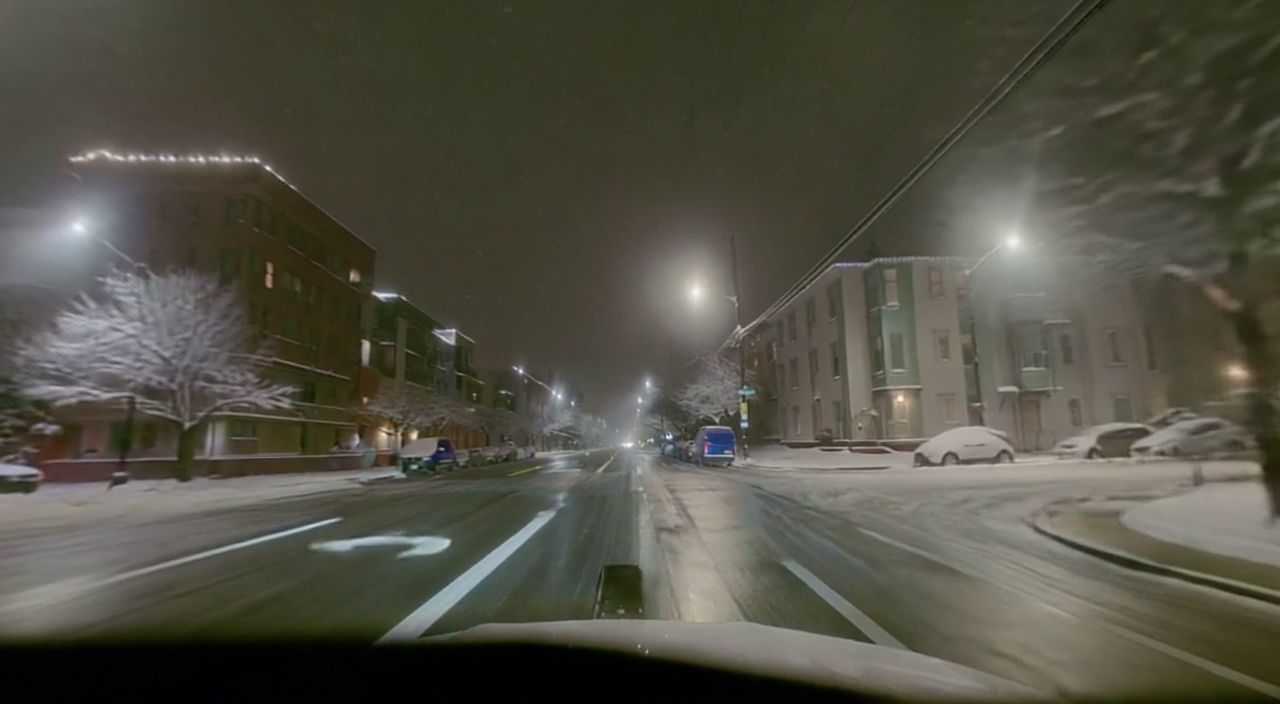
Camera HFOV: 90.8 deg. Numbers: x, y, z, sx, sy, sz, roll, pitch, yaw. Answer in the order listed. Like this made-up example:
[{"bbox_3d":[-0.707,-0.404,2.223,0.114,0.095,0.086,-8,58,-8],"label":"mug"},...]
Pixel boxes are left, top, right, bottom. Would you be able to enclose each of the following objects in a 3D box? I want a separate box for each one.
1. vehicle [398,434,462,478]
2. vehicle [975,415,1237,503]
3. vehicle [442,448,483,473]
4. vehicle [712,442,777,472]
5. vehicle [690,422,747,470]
[{"bbox_3d":[-12.835,6.339,39.009,2.164,2.386,5.460,-2,-7,-1],"label":"vehicle"},{"bbox_3d":[12.067,2.710,16.491,5.666,1.871,2.216,0,-8,-14],"label":"vehicle"},{"bbox_3d":[-12.644,7.704,45.213,1.892,1.472,4.523,-2,-7,-3],"label":"vehicle"},{"bbox_3d":[5.409,5.470,33.179,1.848,1.468,4.332,2,-9,-12],"label":"vehicle"},{"bbox_3d":[4.671,5.743,38.686,2.414,2.670,5.833,1,-8,-3],"label":"vehicle"}]
